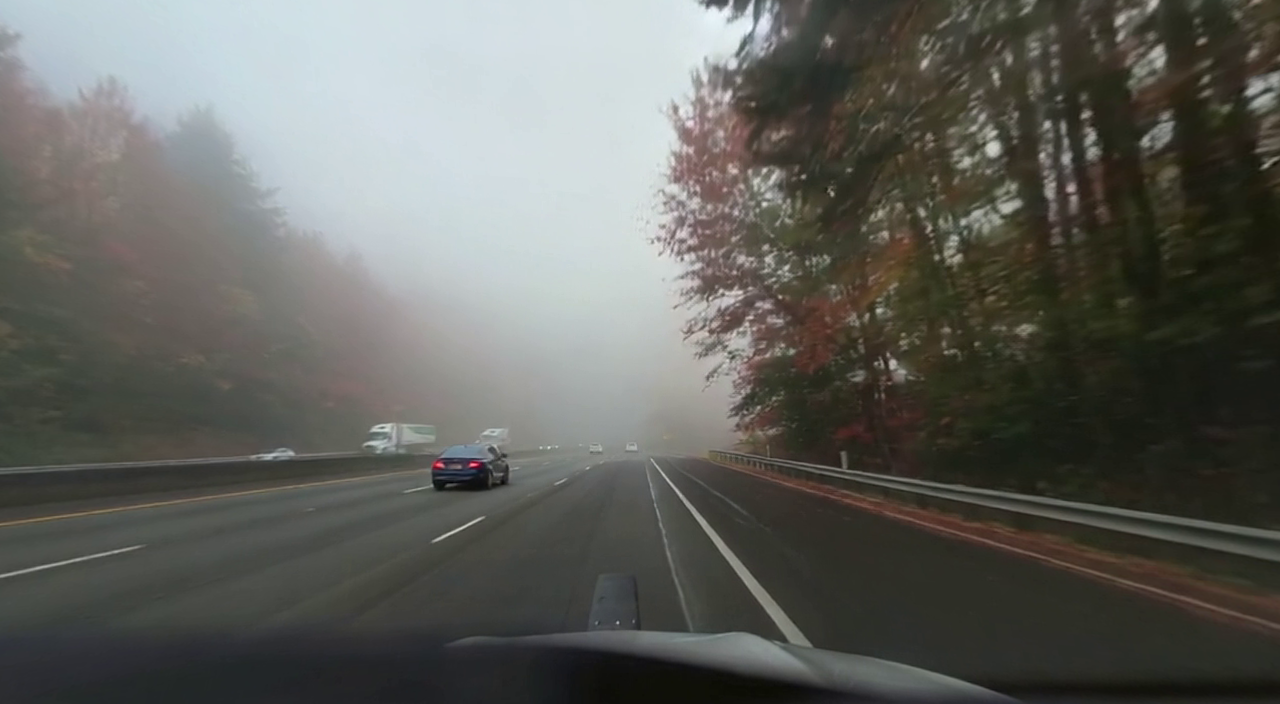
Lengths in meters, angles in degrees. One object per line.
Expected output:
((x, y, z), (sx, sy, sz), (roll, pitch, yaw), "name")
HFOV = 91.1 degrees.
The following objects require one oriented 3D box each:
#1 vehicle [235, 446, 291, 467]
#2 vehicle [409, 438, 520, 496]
((-29.186, 8.093, 48.780), (1.761, 1.477, 3.966), (0, -8, 1), "vehicle")
((-4.986, 3.288, 18.560), (2.004, 1.497, 4.260), (0, -8, 1), "vehicle")
